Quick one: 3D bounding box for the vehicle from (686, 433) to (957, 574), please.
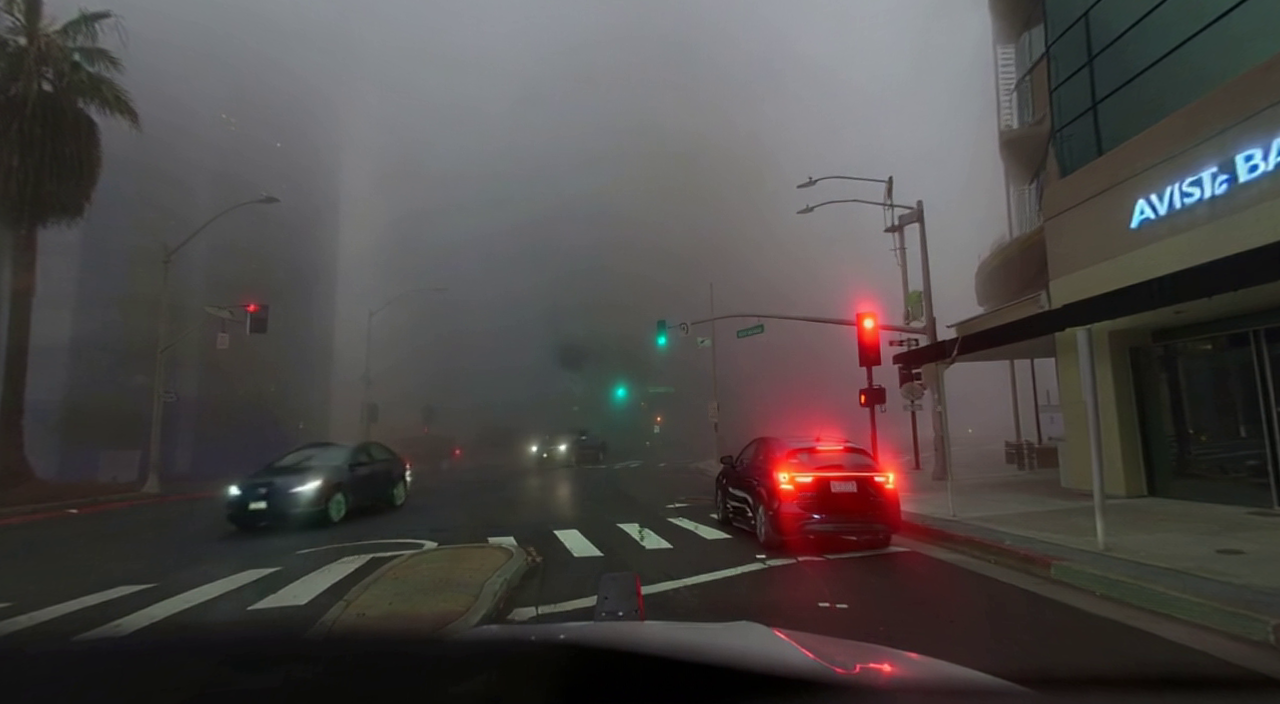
[{"bbox_3d":[2.140,1.958,9.149,2.090,1.466,4.676,1,-8,-6],"label":"vehicle"}]

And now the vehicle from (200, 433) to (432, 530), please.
[{"bbox_3d":[-5.745,2.326,12.020,2.052,1.478,4.395,0,-8,1],"label":"vehicle"}]

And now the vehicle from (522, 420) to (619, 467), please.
[{"bbox_3d":[-3.090,4.311,29.724,2.190,1.964,5.614,-3,-9,21],"label":"vehicle"}]
